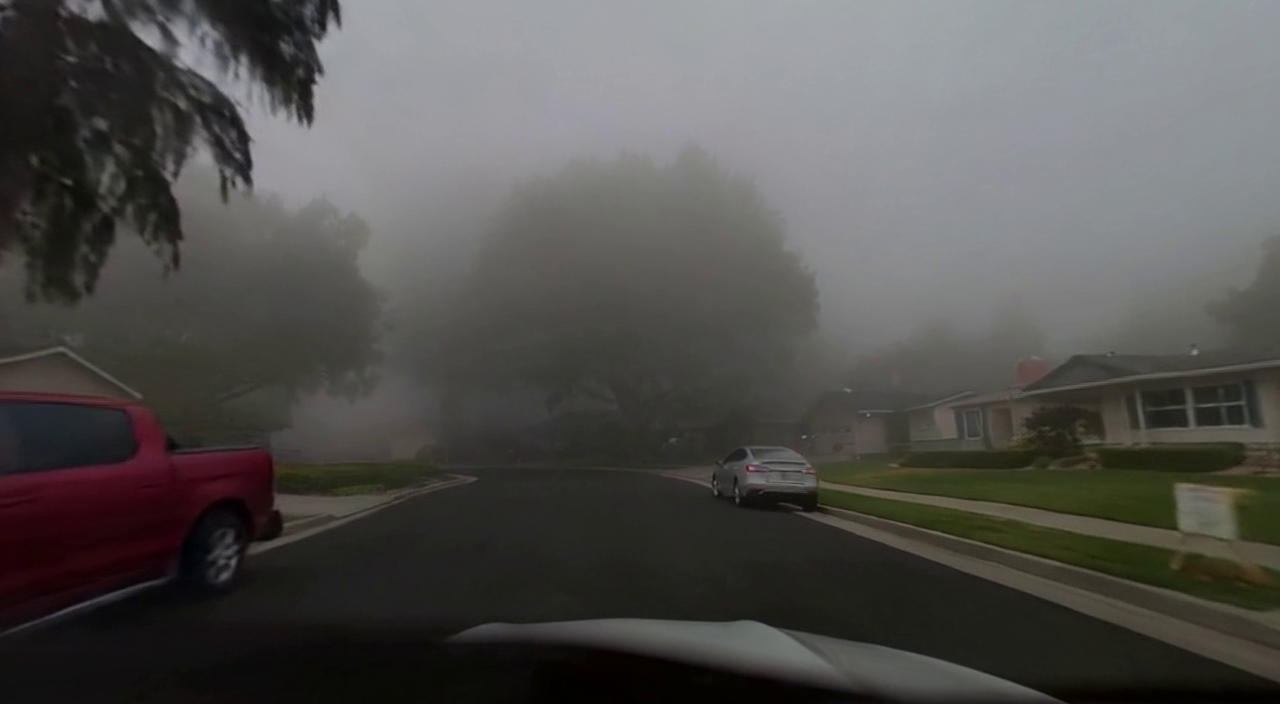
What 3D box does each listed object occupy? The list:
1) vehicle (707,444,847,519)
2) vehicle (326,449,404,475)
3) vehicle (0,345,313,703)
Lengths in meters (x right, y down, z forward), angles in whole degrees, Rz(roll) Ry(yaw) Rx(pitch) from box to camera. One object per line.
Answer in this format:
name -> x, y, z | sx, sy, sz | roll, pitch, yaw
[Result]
vehicle -> 3.050, 3.011, 15.214 | 1.998, 1.489, 4.722 | 0, -9, -4
vehicle -> -18.312, 7.333, 41.931 | 4.330, 1.657, 2.037 | -3, -9, 14
vehicle -> -4.710, 1.113, 4.423 | 2.182, 1.962, 5.446 | 0, -9, -4
